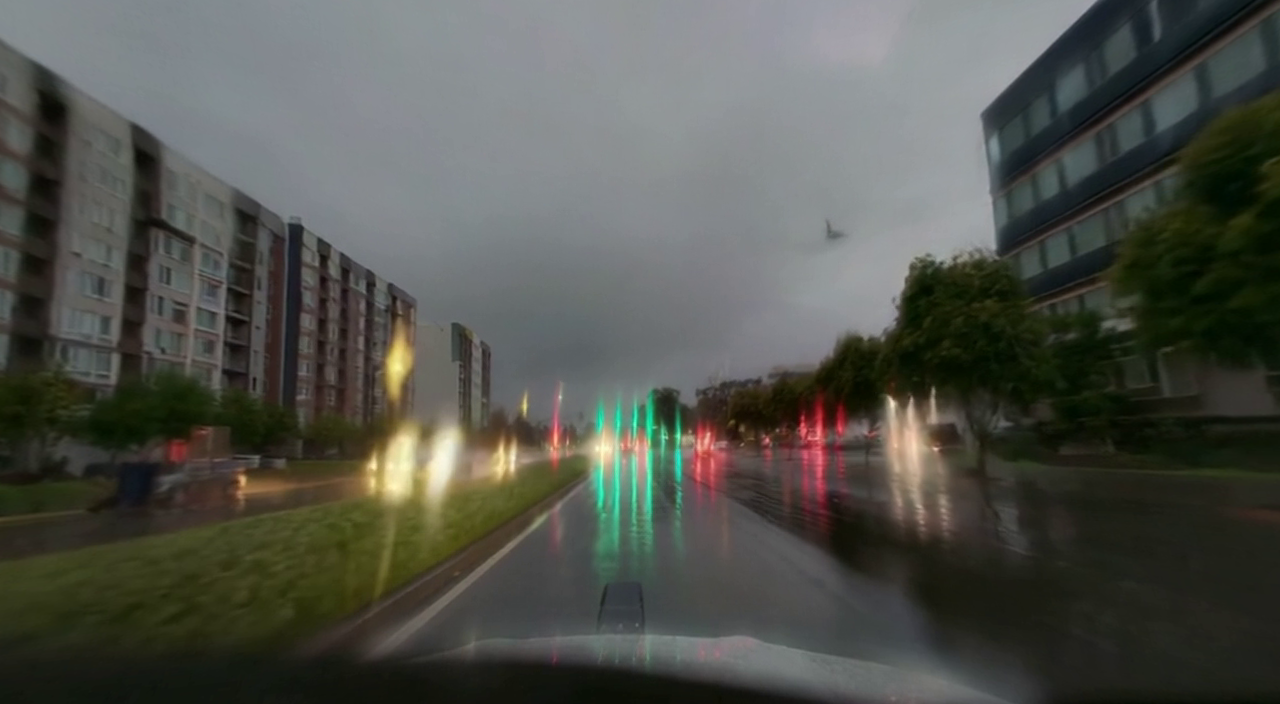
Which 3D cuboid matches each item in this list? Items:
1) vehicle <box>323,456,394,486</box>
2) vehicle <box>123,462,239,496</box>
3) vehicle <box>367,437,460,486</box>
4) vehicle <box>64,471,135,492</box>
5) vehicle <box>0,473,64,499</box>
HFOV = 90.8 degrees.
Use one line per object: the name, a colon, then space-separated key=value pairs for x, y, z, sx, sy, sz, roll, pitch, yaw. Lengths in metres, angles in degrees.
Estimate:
vehicle: x=-15.453 y=6.515 z=34.942 sx=1.879 sy=1.496 sz=4.431 roll=0 pitch=-9 yaw=-1
vehicle: x=-24.110 y=6.656 z=33.301 sx=4.530 sy=1.678 sz=1.969 roll=0 pitch=-9 yaw=2
vehicle: x=-9.060 y=4.393 z=25.724 sx=2.002 sy=1.780 sz=4.687 roll=0 pitch=-9 yaw=0
vehicle: x=-41.082 y=9.827 z=48.072 sx=3.697 sy=1.504 sz=1.731 roll=0 pitch=-8 yaw=-1
vehicle: x=-40.922 y=8.804 z=41.558 sx=4.022 sy=1.586 sz=1.961 roll=-1 pitch=-10 yaw=1
